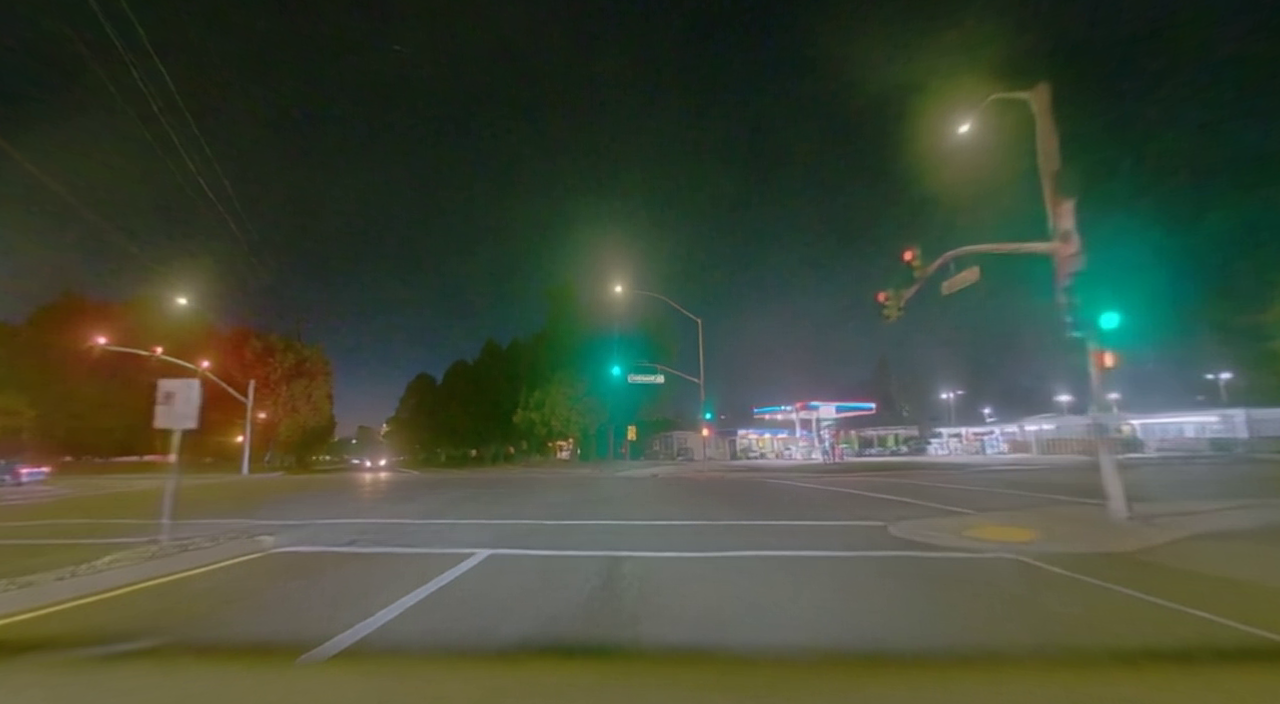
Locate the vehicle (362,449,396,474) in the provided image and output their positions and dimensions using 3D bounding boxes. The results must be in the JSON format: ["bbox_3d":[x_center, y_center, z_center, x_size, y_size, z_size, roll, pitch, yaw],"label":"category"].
[{"bbox_3d":[-18.625,7.742,44.862,2.048,1.670,4.450,4,-10,-24],"label":"vehicle"}]
